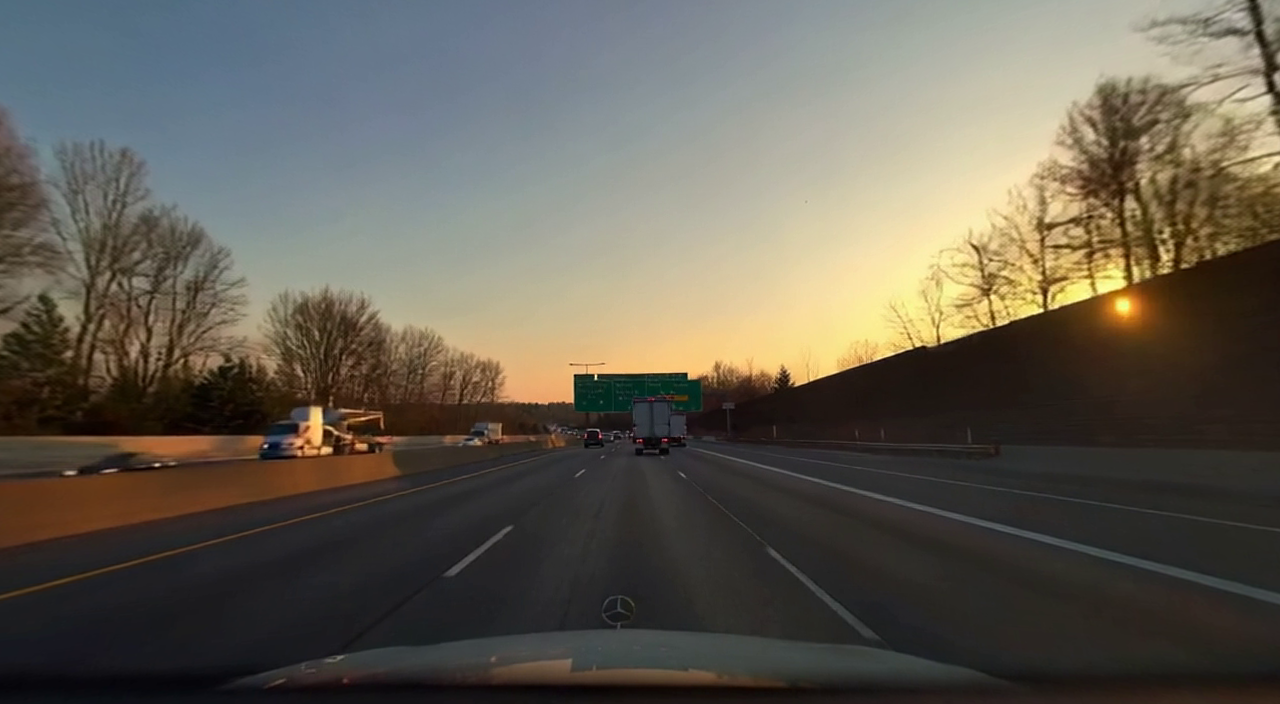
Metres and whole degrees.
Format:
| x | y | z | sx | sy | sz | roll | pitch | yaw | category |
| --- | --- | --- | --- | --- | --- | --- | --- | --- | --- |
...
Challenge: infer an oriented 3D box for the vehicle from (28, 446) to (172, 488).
| x | y | z | sx | sy | sz | roll | pitch | yaw | category |
| --- | --- | --- | --- | --- | --- | --- | --- | --- | --- |
| -22.001 | 4.661 | 25.916 | 1.849 | 1.473 | 4.642 | 0 | -7 | 0 | vehicle |

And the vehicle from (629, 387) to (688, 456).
| x | y | z | sx | sy | sz | roll | pitch | yaw | category |
| --- | --- | --- | --- | --- | --- | --- | --- | --- | --- |
| 0.913 | 5.106 | 44.543 | 2.965 | 3.972 | 16.689 | 0 | -8 | -3 | vehicle |

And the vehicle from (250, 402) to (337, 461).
| x | y | z | sx | sy | sz | roll | pitch | yaw | category |
| --- | --- | --- | --- | --- | --- | --- | --- | --- | --- |
| -25.974 | 6.031 | 47.512 | 2.950 | 4.128 | 6.211 | 0 | -7 | 0 | vehicle |
